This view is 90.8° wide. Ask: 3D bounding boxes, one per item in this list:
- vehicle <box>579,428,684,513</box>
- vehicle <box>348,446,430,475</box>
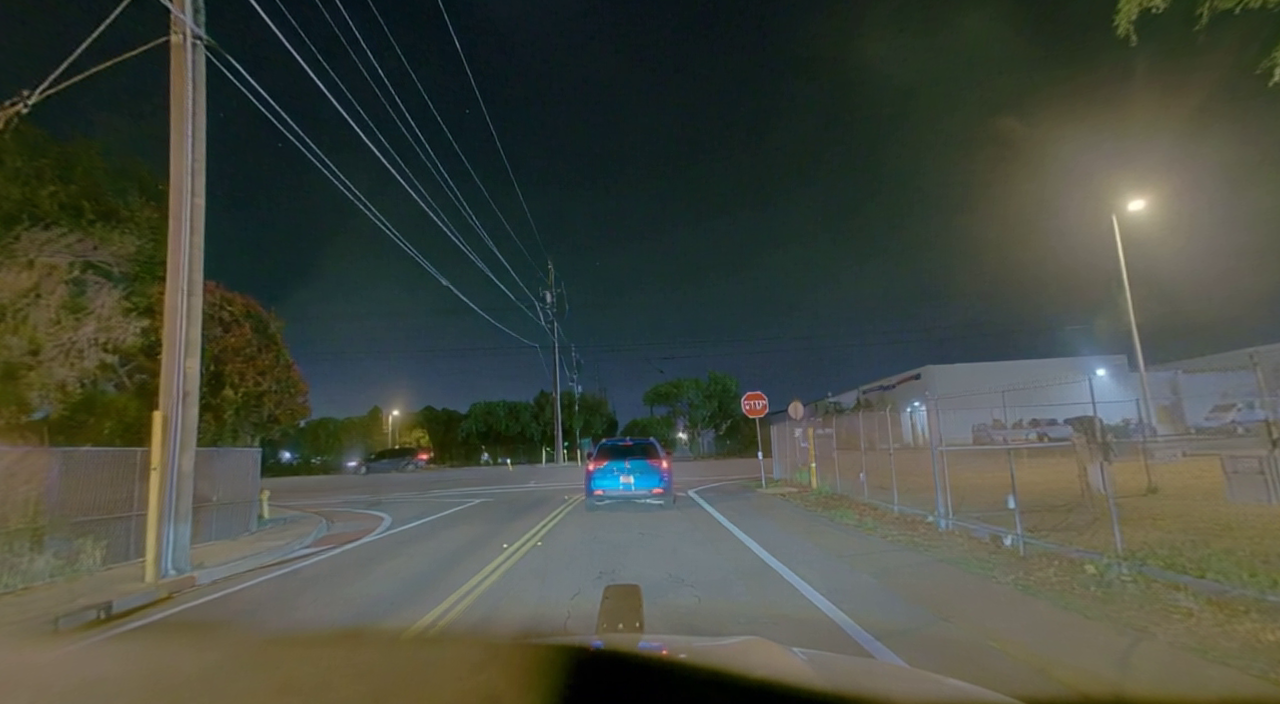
[{"bbox_3d":[-0.233,2.733,15.054,2.137,1.698,4.166,0,-8,-2],"label":"vehicle"},{"bbox_3d":[-15.853,6.845,40.009,4.415,1.753,2.029,-3,-9,16],"label":"vehicle"}]
